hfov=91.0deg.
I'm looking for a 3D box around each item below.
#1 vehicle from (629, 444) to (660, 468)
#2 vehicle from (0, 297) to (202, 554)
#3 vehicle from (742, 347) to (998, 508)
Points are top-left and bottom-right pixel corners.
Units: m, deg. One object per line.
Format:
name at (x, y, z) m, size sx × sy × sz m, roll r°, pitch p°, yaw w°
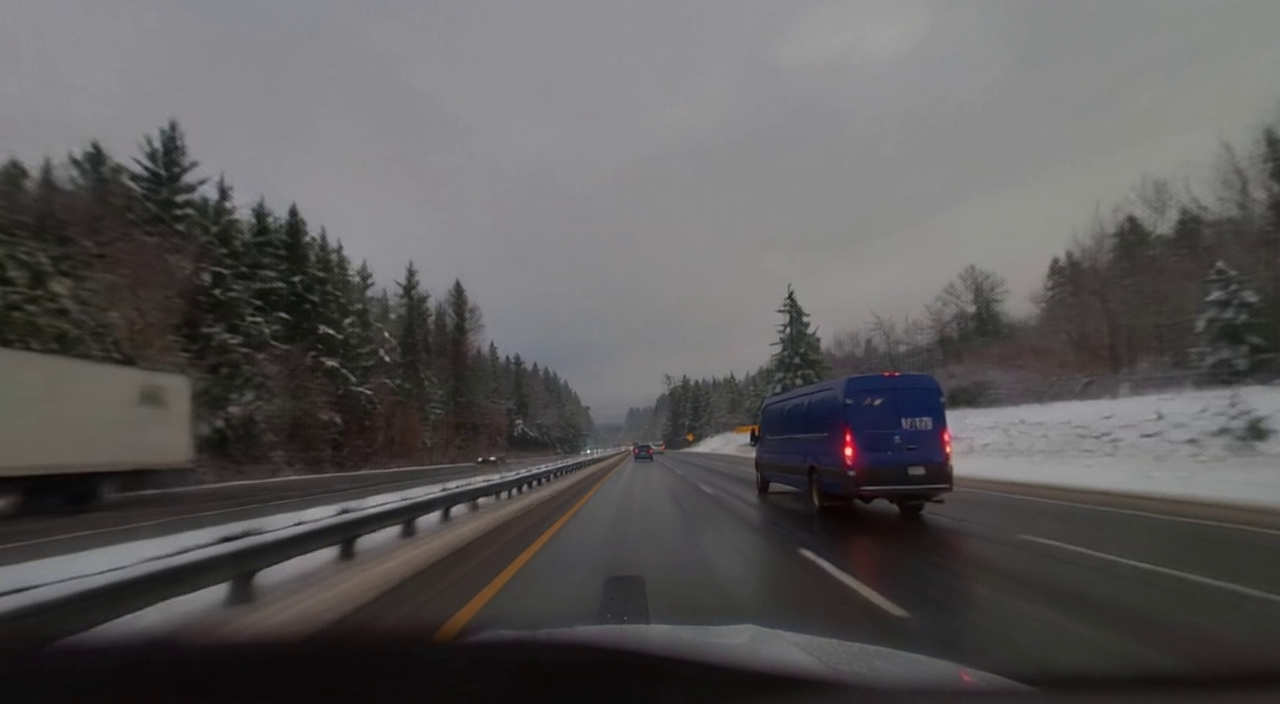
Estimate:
vehicle at (0.338, 7.444, 45.125) m, size 2.121 × 1.590 × 4.434 m, roll 0°, pitch -8°, yaw 0°
vehicle at (-11.840, 1.019, 8.890) m, size 3.742 × 3.954 × 10.224 m, roll 0°, pitch -8°, yaw 1°
vehicle at (7.308, 3.218, 24.861) m, size 3.479 × 4.156 × 17.231 m, roll 0°, pitch -9°, yaw -1°
